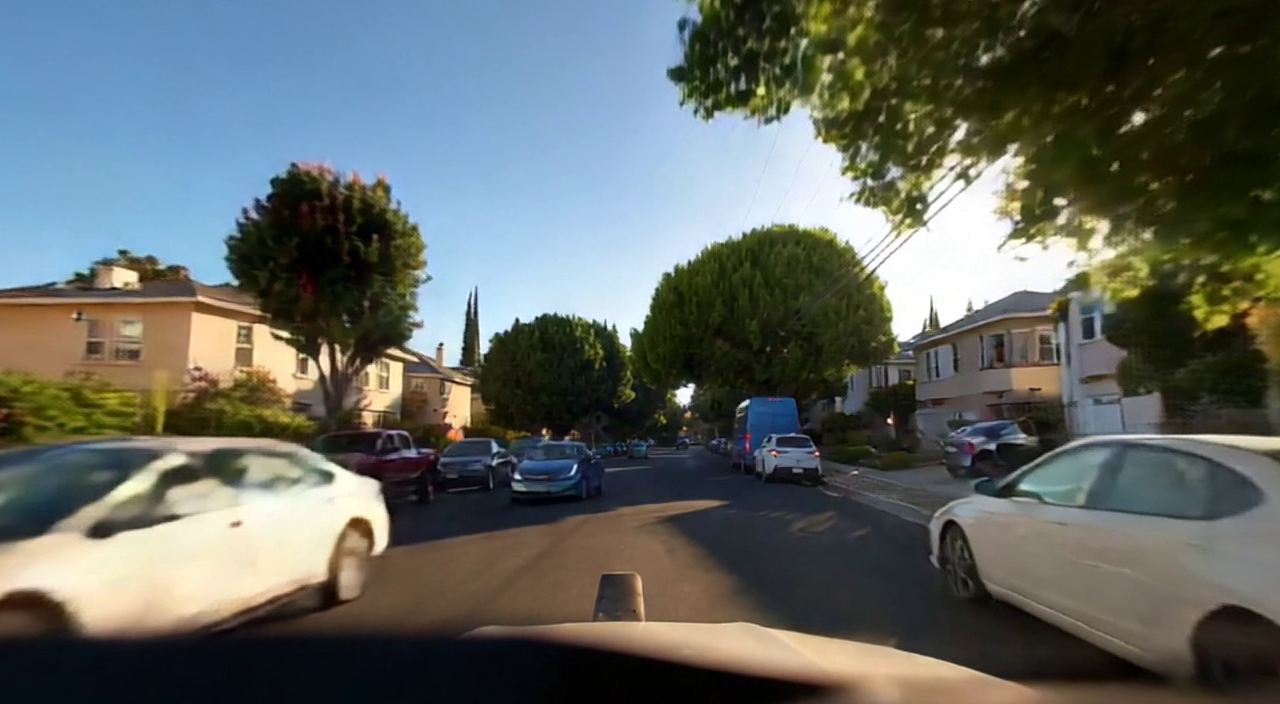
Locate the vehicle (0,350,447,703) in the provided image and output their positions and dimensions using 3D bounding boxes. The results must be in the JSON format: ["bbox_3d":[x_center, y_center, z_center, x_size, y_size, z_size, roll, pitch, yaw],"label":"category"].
[{"bbox_3d":[-3.154,1.111,4.445,1.959,1.670,4.255,-1,-8,4],"label":"vehicle"}]

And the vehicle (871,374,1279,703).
[{"bbox_3d":[3.009,1.038,3.462,2.052,1.499,4.699,-1,-8,5],"label":"vehicle"}]

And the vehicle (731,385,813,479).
[{"bbox_3d":[4.854,3.087,24.207,2.317,3.096,6.383,-1,-8,6],"label":"vehicle"}]

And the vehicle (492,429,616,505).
[{"bbox_3d":[-1.837,2.585,14.730,1.889,1.505,3.849,-1,-8,8],"label":"vehicle"}]

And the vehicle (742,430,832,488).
[{"bbox_3d":[4.207,3.095,18.722,1.955,1.500,4.410,-1,-8,5],"label":"vehicle"}]
